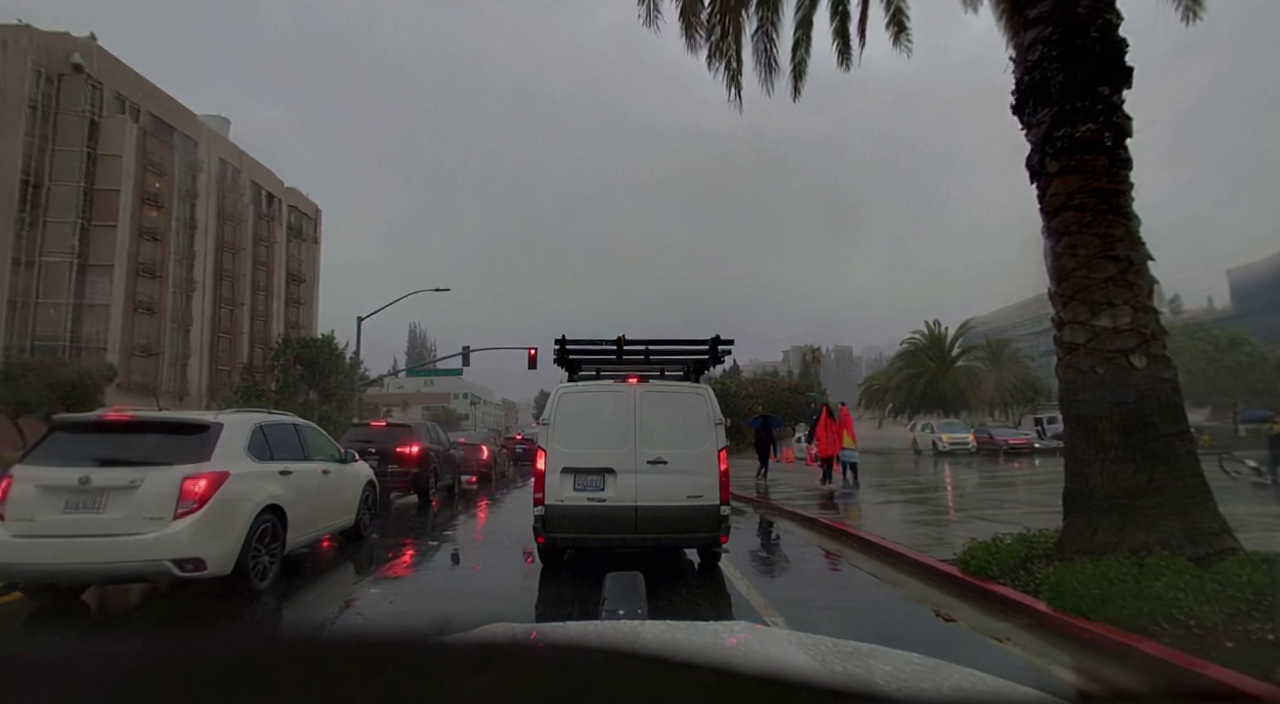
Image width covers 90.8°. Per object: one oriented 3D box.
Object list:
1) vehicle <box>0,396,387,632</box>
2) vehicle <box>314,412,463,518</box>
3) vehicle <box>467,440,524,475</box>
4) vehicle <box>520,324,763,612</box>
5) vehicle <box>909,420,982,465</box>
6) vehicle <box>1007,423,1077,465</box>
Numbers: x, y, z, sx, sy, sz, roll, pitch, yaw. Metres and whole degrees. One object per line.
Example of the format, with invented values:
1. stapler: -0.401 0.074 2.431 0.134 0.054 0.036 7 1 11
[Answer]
1. vehicle: -4.378 1.469 6.678 1.986 1.643 4.315 1 -9 -6
2. vehicle: -5.208 2.403 13.898 2.089 1.854 5.022 2 -9 -11
3. vehicle: -6.824 4.894 29.590 1.818 1.479 4.428 4 -9 -22
4. vehicle: -0.199 1.213 7.185 1.902 2.238 4.263 1 -9 -6
5. vehicle: 12.660 3.758 26.050 2.046 1.675 3.924 -6 -10 33
6. vehicle: 15.802 3.616 24.728 2.048 1.475 3.972 -6 -10 34
